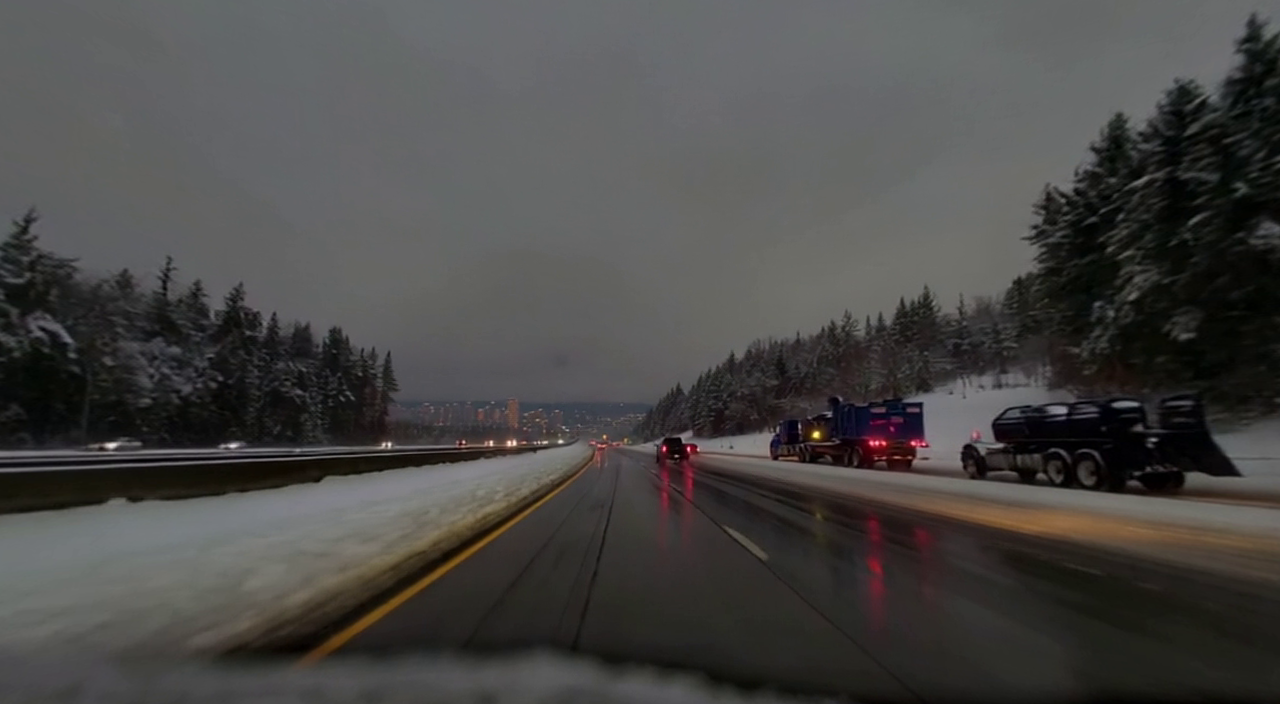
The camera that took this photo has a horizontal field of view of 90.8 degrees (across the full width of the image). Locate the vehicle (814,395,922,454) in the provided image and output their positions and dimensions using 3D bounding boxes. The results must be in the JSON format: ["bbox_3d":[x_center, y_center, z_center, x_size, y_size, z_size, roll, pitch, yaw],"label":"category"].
[{"bbox_3d":[13.261,4.383,37.458,3.476,3.195,6.407,1,-8,-5],"label":"vehicle"}]

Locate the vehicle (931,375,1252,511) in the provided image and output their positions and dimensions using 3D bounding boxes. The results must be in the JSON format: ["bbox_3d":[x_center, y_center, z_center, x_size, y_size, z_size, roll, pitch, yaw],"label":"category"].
[{"bbox_3d":[10.504,2.286,15.971,2.873,2.663,6.922,0,-8,-1],"label":"vehicle"}]

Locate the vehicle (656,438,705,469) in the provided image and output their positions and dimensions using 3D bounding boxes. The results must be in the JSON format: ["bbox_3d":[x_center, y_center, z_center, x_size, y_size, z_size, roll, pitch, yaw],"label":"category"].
[{"bbox_3d":[2.300,5.922,37.108,2.305,1.729,4.526,1,-8,-3],"label":"vehicle"}]
